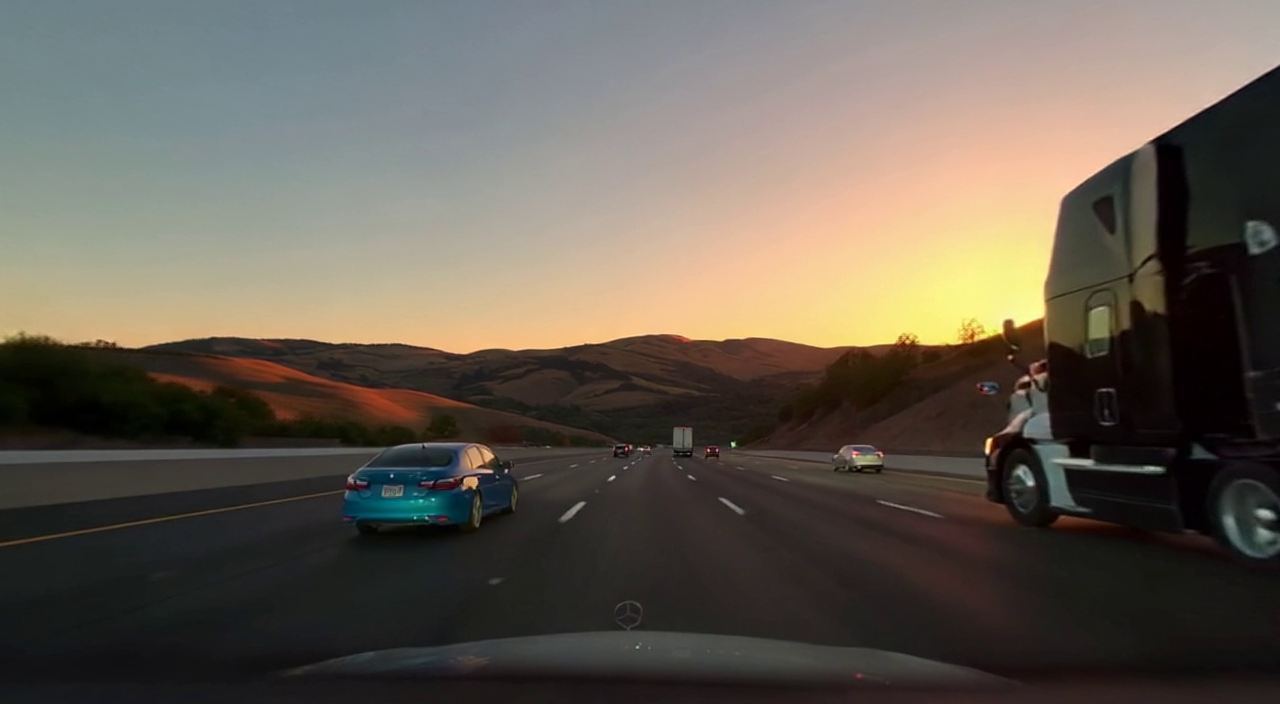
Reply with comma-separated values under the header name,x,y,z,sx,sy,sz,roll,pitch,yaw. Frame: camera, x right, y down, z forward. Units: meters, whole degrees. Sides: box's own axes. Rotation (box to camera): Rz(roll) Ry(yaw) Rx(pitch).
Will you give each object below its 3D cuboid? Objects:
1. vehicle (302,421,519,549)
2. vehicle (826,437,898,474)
name,x,y,z,sx,sy,sz,roll,pitch,yaw
vehicle,-3.303,1.987,10.009,1.967,1.615,3.886,0,-8,0
vehicle,11.292,5.296,32.308,2.062,1.736,4.589,0,-8,0
